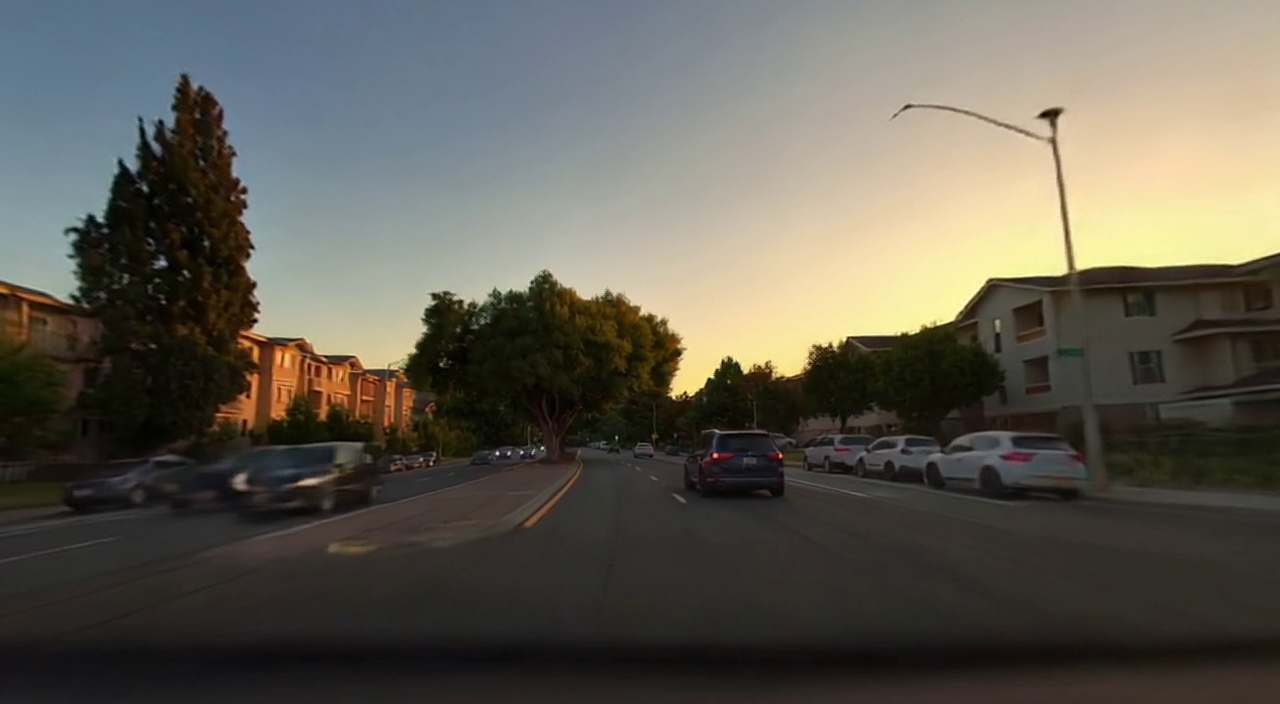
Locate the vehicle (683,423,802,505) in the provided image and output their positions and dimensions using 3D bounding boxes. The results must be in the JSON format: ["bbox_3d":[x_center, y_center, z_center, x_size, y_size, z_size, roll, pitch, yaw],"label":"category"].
[{"bbox_3d":[2.429,2.816,16.324,2.085,1.763,4.490,-1,-8,-3],"label":"vehicle"}]

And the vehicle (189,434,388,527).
[{"bbox_3d":[-8.202,2.994,15.464,2.233,1.850,4.801,-1,-8,-2],"label":"vehicle"}]

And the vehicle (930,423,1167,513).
[{"bbox_3d":[9.340,2.676,15.153,2.186,1.750,4.805,0,-8,-4],"label":"vehicle"}]

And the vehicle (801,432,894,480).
[{"bbox_3d":[8.873,4.467,27.516,2.052,1.853,4.886,0,-8,-4],"label":"vehicle"}]

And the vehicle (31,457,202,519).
[{"bbox_3d":[-18.081,4.666,22.215,2.145,1.764,4.653,-1,-8,-2],"label":"vehicle"}]
